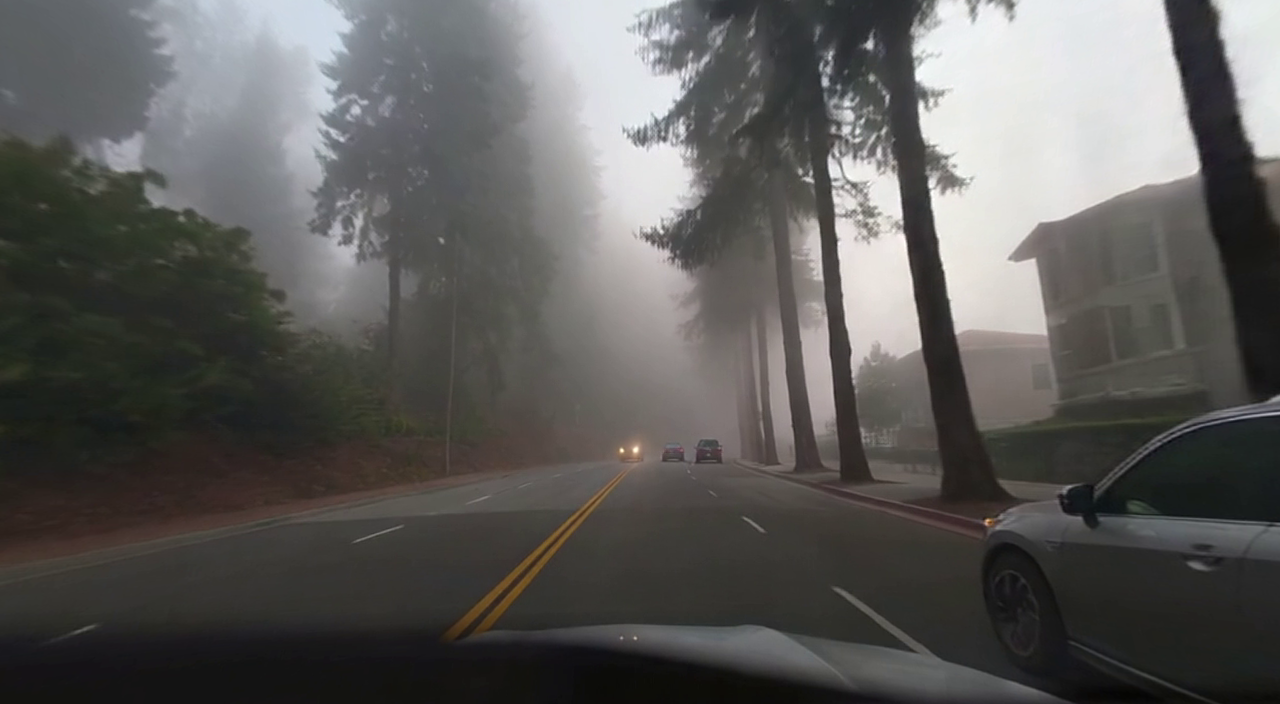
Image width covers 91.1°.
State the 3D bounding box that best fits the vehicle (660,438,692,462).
[{"bbox_3d":[2.912,7.774,49.868,2.158,1.852,4.485,-2,-8,8],"label":"vehicle"}]

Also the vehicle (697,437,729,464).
[{"bbox_3d":[4.961,6.765,43.229,2.069,1.791,4.422,-1,-8,5],"label":"vehicle"}]

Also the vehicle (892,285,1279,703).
[{"bbox_3d":[3.312,0.810,2.799,2.219,1.881,5.104,0,-8,0],"label":"vehicle"}]
